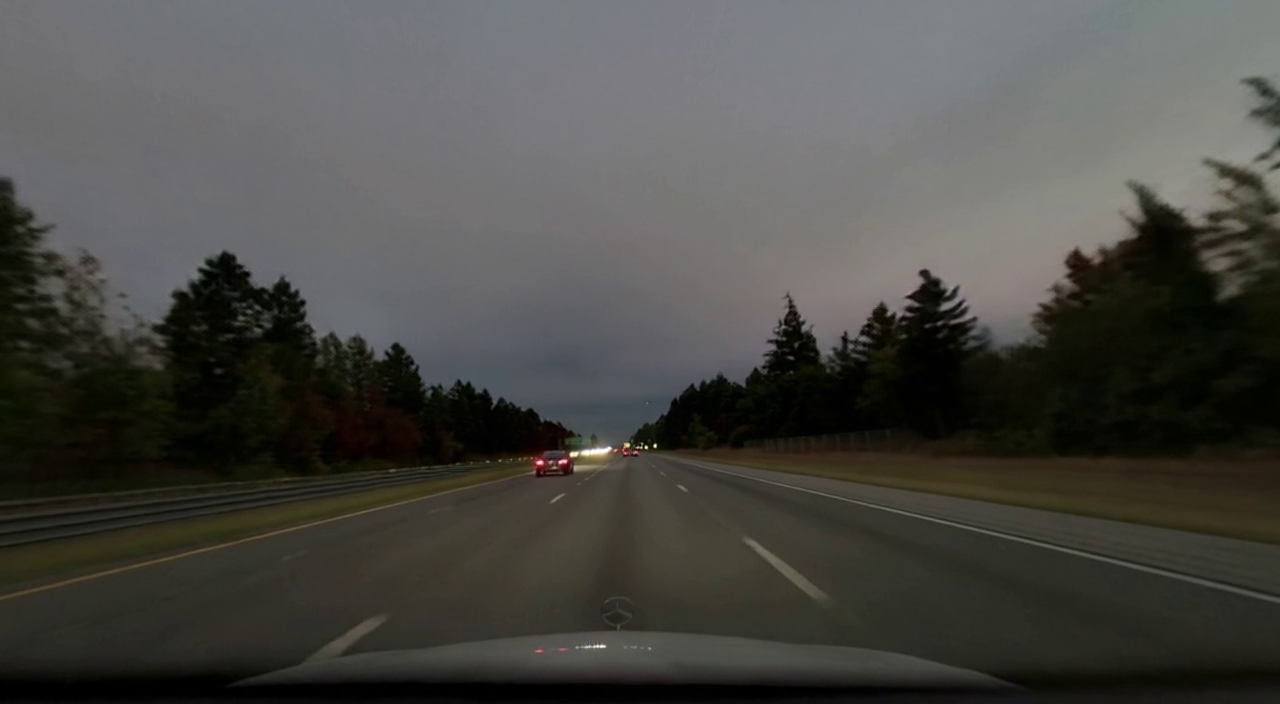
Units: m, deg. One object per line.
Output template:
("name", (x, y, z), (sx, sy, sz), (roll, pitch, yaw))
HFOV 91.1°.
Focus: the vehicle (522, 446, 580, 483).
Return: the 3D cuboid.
("vehicle", (-3.819, 4.919, 27.683), (1.970, 1.492, 3.944), (0, -9, 0))
